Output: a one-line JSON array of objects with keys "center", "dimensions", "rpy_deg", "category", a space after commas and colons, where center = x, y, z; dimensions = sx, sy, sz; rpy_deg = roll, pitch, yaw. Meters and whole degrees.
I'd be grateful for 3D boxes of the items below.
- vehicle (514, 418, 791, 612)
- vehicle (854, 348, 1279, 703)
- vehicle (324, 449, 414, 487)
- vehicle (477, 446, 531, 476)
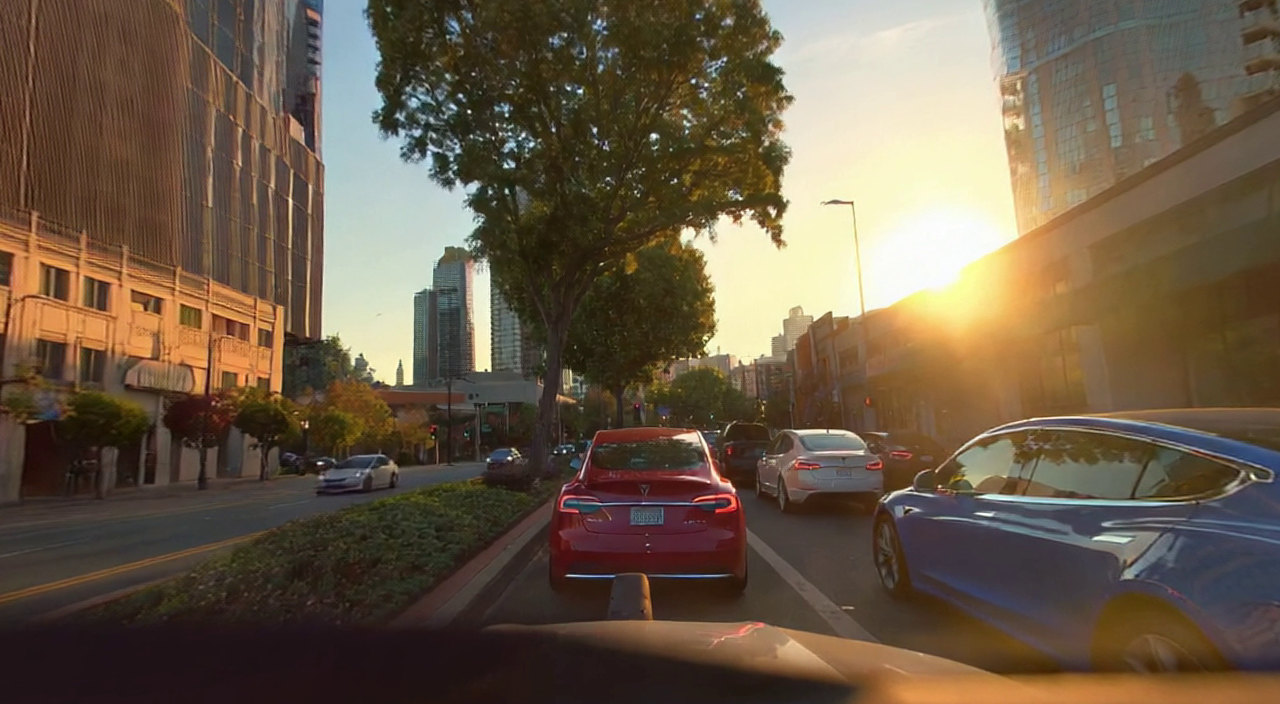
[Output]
[{"center": [0.105, 1.560, 6.926], "dimensions": [2.137, 1.488, 3.938], "rpy_deg": [0, -8, 0], "category": "vehicle"}, {"center": [3.188, 1.101, 4.061], "dimensions": [2.038, 1.651, 4.455], "rpy_deg": [0, -8, 0], "category": "vehicle"}, {"center": [-11.745, 5.010, 27.658], "dimensions": [1.892, 1.479, 4.355], "rpy_deg": [0, -8, 2], "category": "vehicle"}, {"center": [-7.510, 6.040, 35.184], "dimensions": [1.979, 1.490, 4.225], "rpy_deg": [0, -8, 1], "category": "vehicle"}]
